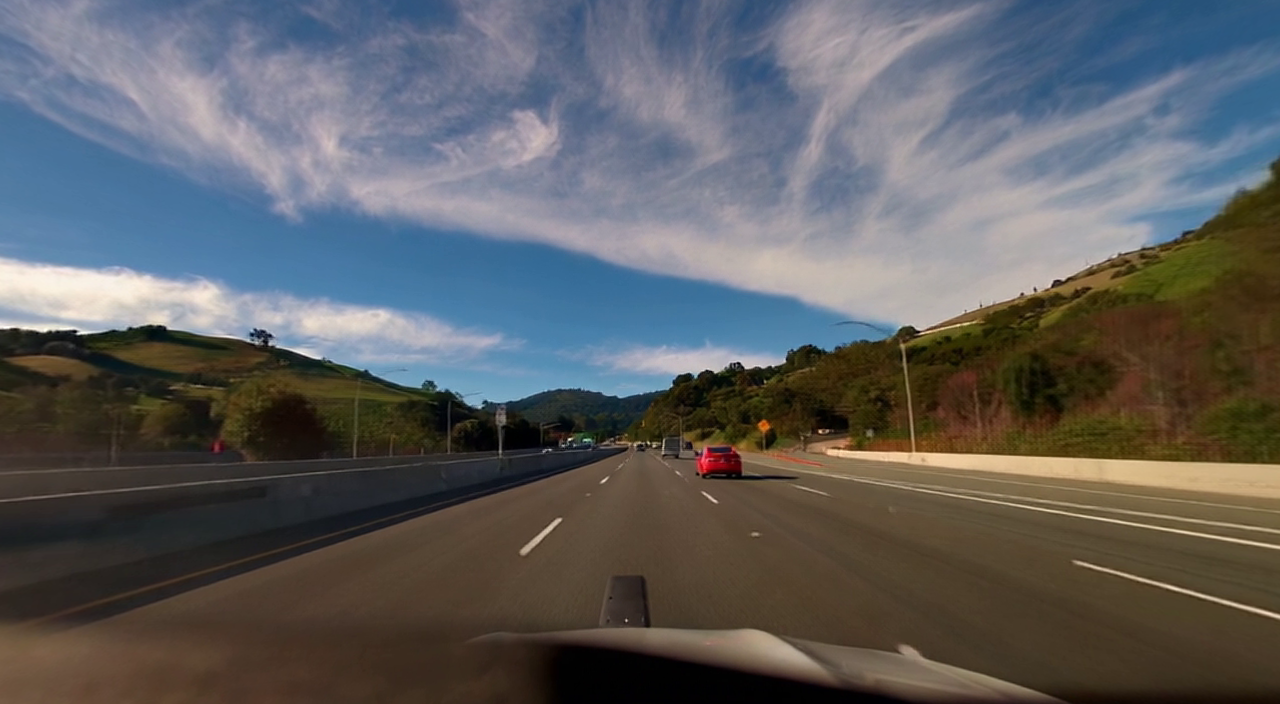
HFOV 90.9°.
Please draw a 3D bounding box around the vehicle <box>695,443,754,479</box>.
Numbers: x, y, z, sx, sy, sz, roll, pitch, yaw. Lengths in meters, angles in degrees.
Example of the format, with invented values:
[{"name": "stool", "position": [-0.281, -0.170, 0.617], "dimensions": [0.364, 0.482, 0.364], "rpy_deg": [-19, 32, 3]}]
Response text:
[{"name": "vehicle", "position": [3.655, 4.787, 28.006], "dimensions": [1.916, 1.469, 4.481], "rpy_deg": [0, -8, -1]}]
